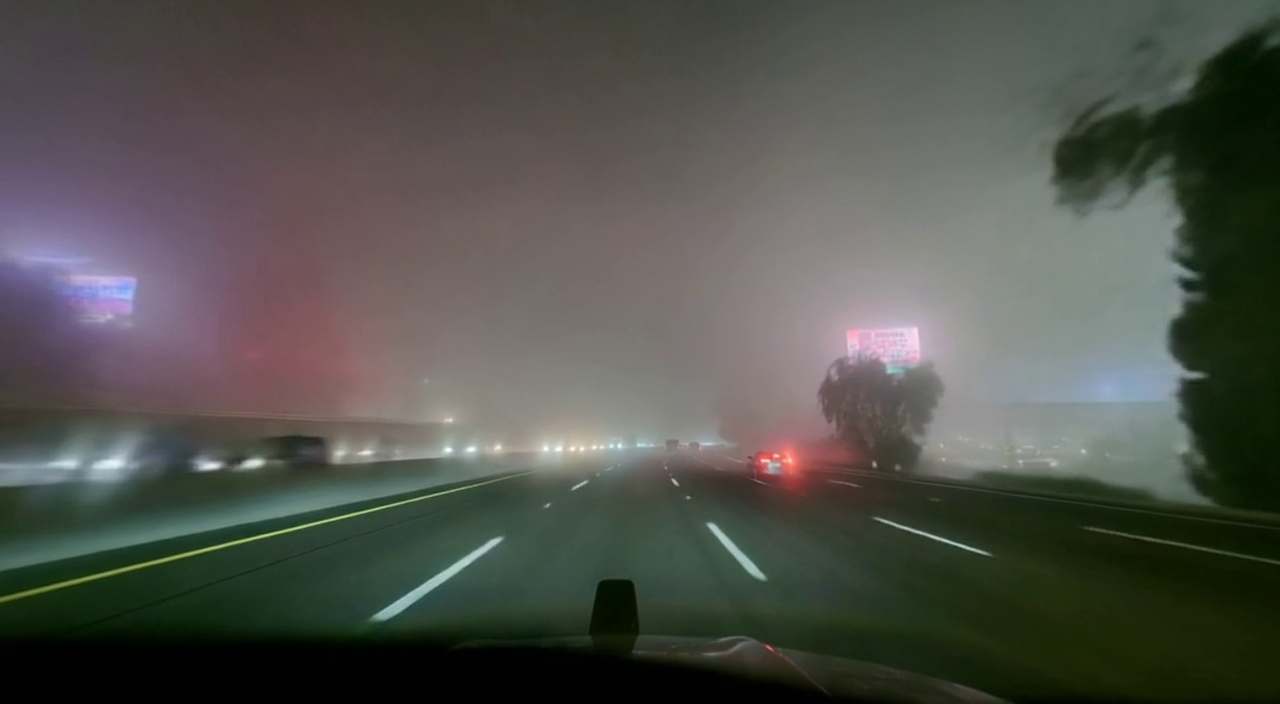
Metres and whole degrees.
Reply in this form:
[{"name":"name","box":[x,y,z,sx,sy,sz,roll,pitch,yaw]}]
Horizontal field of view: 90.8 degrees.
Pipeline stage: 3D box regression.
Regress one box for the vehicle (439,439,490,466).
[{"name":"vehicle","box":[-11.470,6.572,41.568,1.908,1.673,4.368,0,-8,2]}]

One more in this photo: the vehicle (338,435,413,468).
[{"name":"vehicle","box":[-15.175,5.725,36.568,2.039,1.789,5.005,0,-8,1]}]

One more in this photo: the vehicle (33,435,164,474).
[{"name":"vehicle","box":[-22.716,4.303,26.739,1.869,1.518,4.116,0,-8,0]}]

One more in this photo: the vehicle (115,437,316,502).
[{"name":"vehicle","box":[-11.011,3.047,16.948,1.958,1.477,4.713,0,-8,3]}]
